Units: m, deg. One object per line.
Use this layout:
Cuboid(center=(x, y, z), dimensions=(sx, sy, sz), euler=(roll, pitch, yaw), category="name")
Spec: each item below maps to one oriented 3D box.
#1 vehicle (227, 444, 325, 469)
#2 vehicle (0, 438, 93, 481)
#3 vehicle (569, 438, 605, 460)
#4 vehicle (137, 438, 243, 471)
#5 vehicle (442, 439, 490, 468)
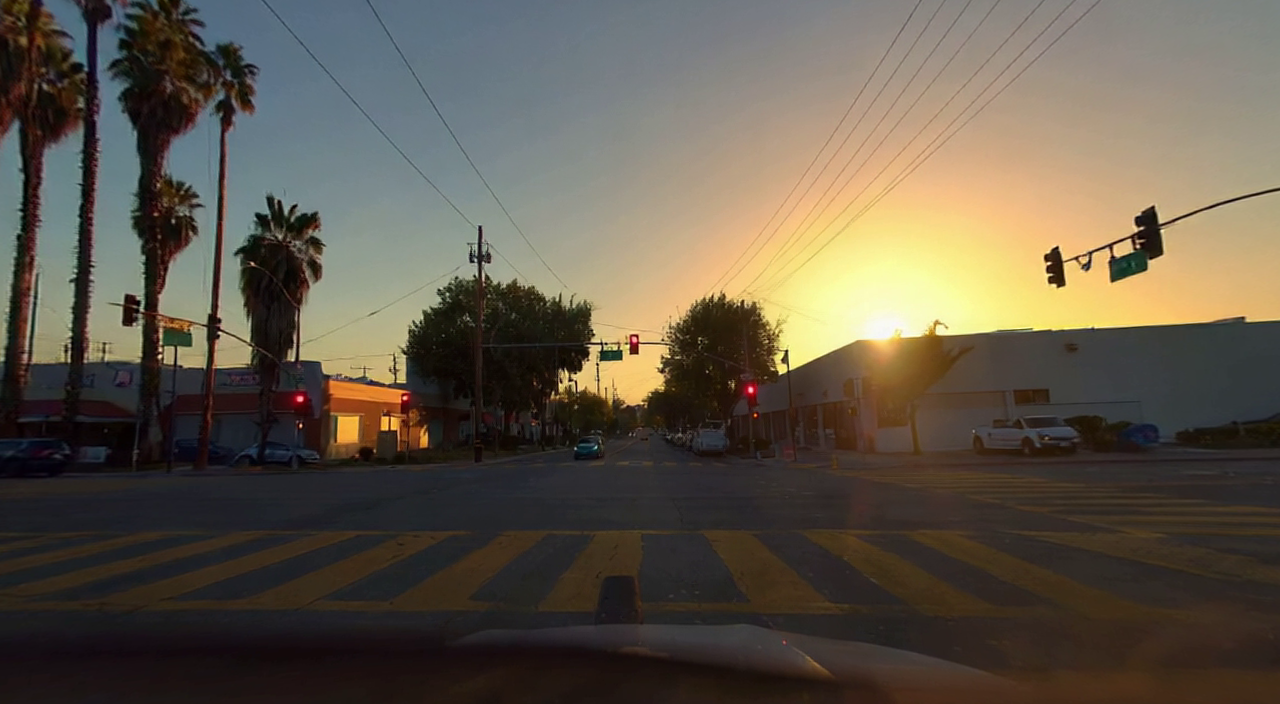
Cuboid(center=(-22.315, 6.414, 38.836), dimensions=(4.849, 1.444, 1.881), euler=(0, -8, 1), category="vehicle")
Cuboid(center=(-28.279, 4.850, 28.641), dimensions=(4.837, 1.819, 2.041), euler=(1, -9, -4), category="vehicle")
Cuboid(center=(-3.709, 6.961, 45.293), dimensions=(2.223, 1.490, 5.094), euler=(0, -8, -1), category="vehicle")
Cuboid(center=(-25.903, 5.911, 36.465), dimensions=(4.613, 1.820, 2.021), euler=(-1, -9, 3), category="vehicle")
Cuboid(center=(-11.979, 6.989, 43.726), dimensions=(2.016, 1.717, 4.287), euler=(-2, -7, 1), category="vehicle")
